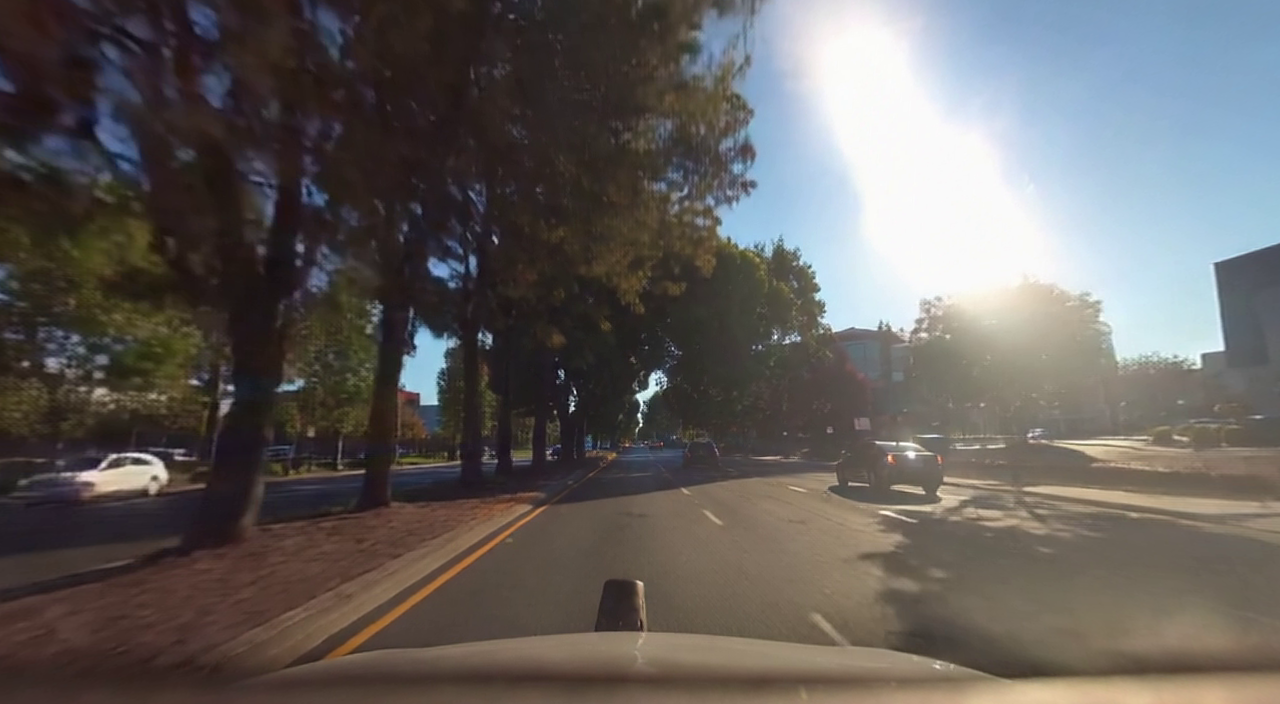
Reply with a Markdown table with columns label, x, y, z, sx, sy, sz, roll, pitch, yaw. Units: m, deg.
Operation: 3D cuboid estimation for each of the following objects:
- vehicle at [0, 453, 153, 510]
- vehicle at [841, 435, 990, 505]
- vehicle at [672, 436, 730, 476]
| label | x | y | z | sx | sy | sz | roll | pitch | yaw |
| --- | --- | --- | --- | --- | --- | --- | --- | --- | --- |
| vehicle | -17.983 | 3.945 | 19.677 | 1.851 | 1.480 | 4.501 | 0 | -9 | 1 |
| vehicle | 6.852 | 2.965 | 16.223 | 1.886 | 1.528 | 4.169 | 1 | -9 | -1 |
| vehicle | 2.697 | 4.740 | 28.847 | 2.161 | 1.676 | 4.151 | 1 | -9 | -1 |
